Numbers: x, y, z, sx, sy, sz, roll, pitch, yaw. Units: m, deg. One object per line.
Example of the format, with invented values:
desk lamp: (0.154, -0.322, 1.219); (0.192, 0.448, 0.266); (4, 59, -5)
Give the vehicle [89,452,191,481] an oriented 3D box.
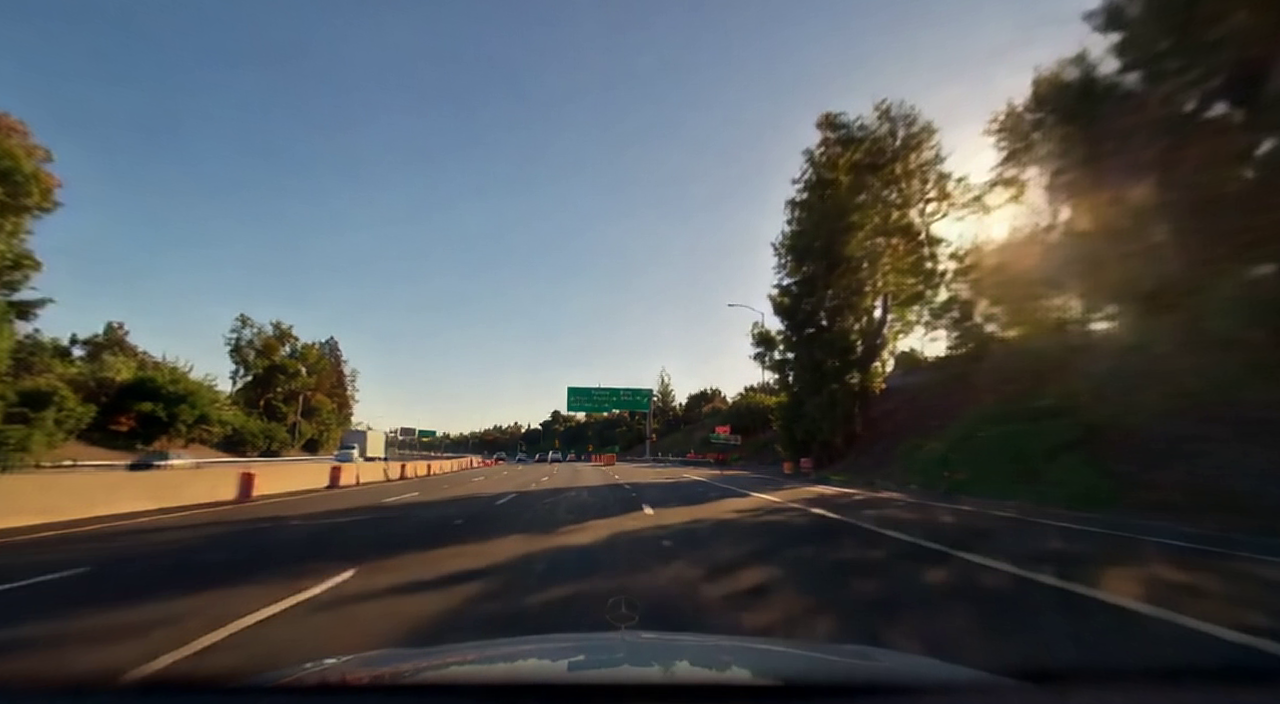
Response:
vehicle: (-28.414, 6.499, 36.031); (2.148, 1.505, 4.735); (0, -9, -4)
